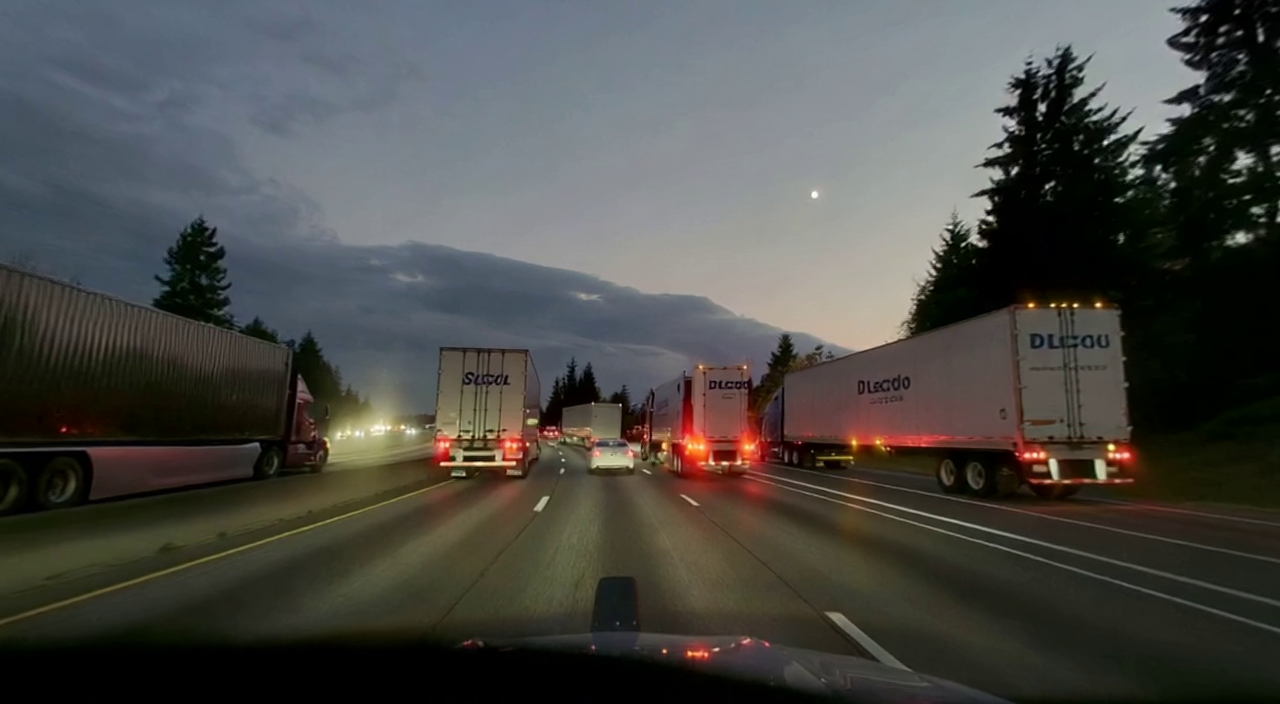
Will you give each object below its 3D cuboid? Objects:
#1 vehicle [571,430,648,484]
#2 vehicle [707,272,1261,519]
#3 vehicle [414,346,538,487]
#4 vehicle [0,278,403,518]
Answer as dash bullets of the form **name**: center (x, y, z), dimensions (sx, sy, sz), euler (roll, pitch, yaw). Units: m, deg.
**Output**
- **vehicle**: center (-1.112, 3.322, 20.431), dimensions (2.060, 1.540, 4.374), euler (1, -8, -8)
- **vehicle**: center (6.857, 1.559, 17.105), dimensions (2.820, 4.084, 13.786), euler (4, -9, -27)
- **vehicle**: center (-5.149, 2.315, 21.511), dimensions (2.822, 3.788, 8.799), euler (1, -8, -7)
- **vehicle**: center (-11.439, 1.487, 16.045), dimensions (2.867, 4.125, 14.026), euler (-2, -8, 12)
